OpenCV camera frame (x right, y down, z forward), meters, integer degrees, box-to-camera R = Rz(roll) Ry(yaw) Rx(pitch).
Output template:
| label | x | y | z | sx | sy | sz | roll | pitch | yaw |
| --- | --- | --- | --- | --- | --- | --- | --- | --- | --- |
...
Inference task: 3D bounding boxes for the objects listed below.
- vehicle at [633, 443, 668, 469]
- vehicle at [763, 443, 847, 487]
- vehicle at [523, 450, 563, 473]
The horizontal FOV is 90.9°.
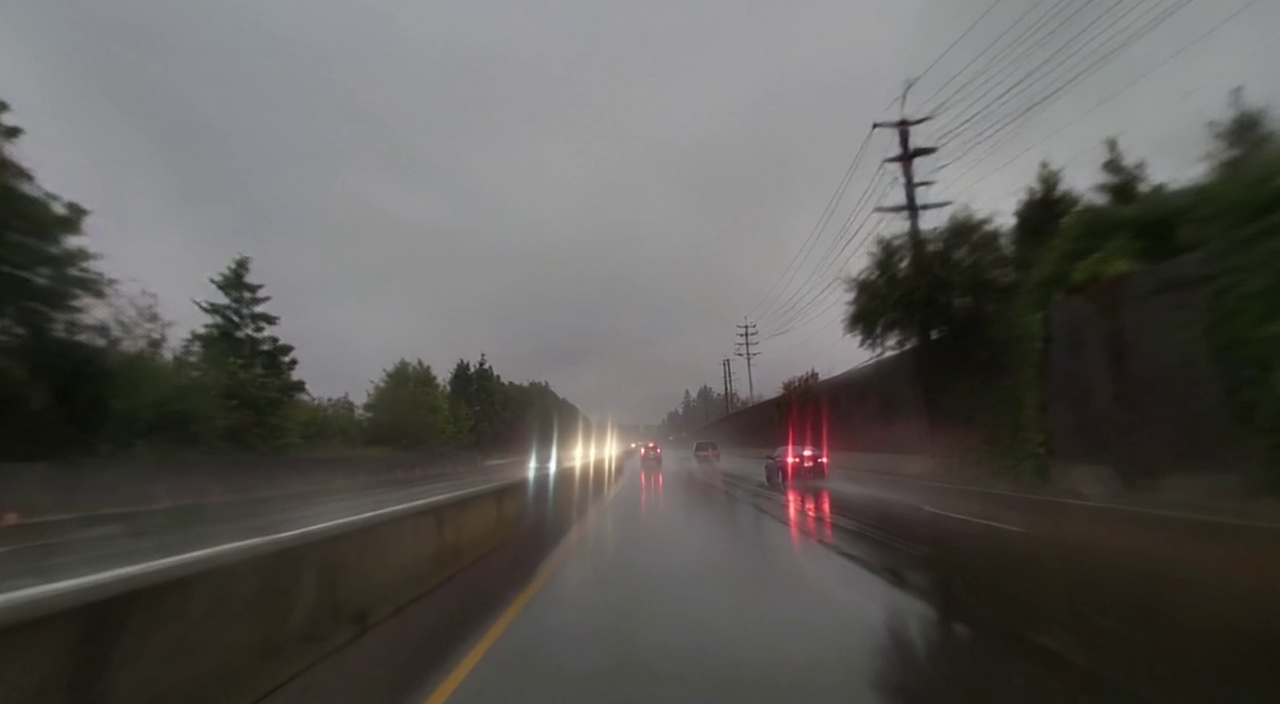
| label | x | y | z | sx | sy | sz | roll | pitch | yaw |
| --- | --- | --- | --- | --- | --- | --- | --- | --- | --- |
| vehicle | 0.696 | 6.723 | 40.962 | 2.096 | 1.583 | 4.150 | 0 | -8 | 1 |
| vehicle | 5.716 | 3.943 | 22.345 | 1.881 | 1.409 | 4.016 | 0 | -8 | 0 |
| vehicle | -6.931 | 7.841 | 45.419 | 1.971 | 1.515 | 4.381 | -1 | -8 | 3 |
